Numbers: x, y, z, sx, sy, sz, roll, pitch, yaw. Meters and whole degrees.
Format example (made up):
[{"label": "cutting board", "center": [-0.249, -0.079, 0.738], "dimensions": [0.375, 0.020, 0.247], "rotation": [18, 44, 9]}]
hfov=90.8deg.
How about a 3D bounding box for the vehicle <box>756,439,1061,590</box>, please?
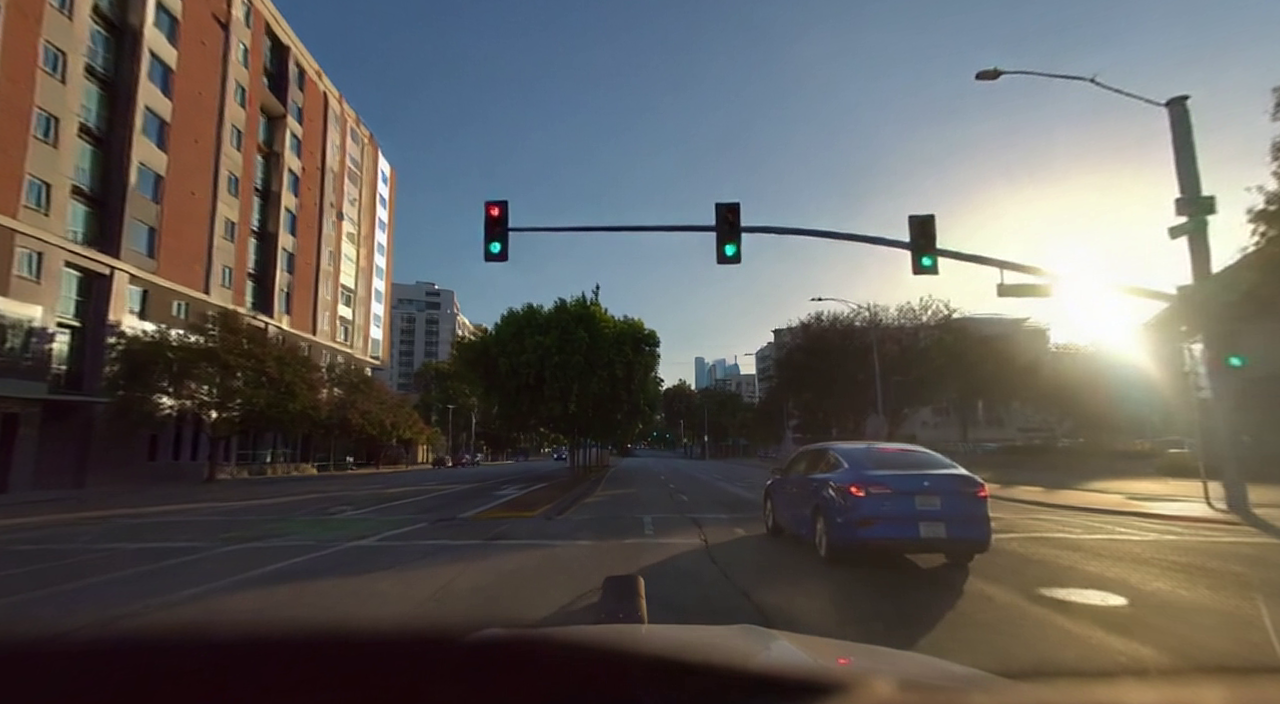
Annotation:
[{"label": "vehicle", "center": [3.084, 1.948, 8.592], "dimensions": [2.015, 1.455, 4.615], "rotation": [0, -9, -1]}]
